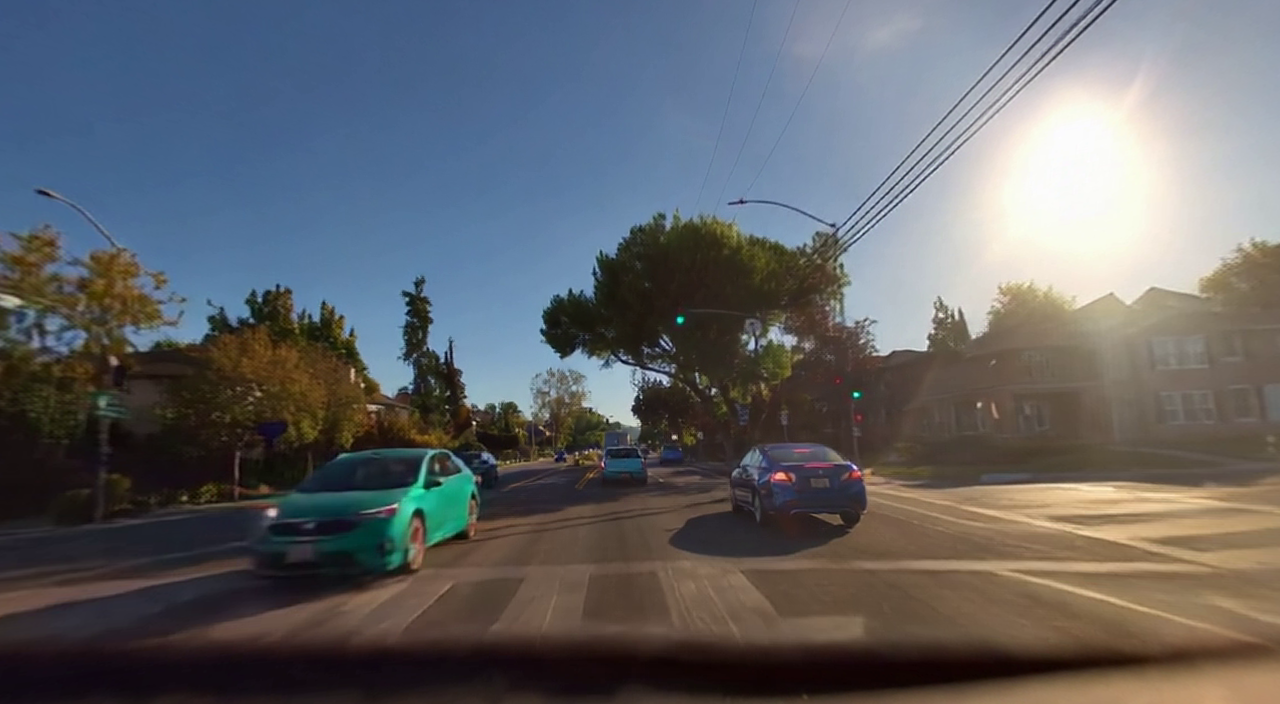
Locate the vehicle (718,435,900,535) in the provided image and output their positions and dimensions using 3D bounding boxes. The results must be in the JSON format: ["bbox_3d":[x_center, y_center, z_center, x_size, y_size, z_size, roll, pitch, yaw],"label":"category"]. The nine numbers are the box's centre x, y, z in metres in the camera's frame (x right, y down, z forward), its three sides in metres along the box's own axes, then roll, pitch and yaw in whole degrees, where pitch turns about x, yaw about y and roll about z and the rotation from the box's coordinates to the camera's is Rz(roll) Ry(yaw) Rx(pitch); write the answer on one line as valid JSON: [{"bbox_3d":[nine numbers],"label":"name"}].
[{"bbox_3d":[2.769,2.278,11.558,1.973,1.447,4.402,0,-8,-2],"label":"vehicle"}]

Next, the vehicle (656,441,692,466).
[{"bbox_3d":[2.534,7.707,48.178,2.187,1.847,4.553,0,-8,-3],"label":"vehicle"}]

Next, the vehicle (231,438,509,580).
[{"bbox_3d":[-3.332,1.996,9.058,2.096,1.472,4.618,0,-8,-2],"label":"vehicle"}]

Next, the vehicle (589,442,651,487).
[{"bbox_3d":[-0.745,4.133,23.586,2.114,1.483,4.207,0,-8,-2],"label":"vehicle"}]
